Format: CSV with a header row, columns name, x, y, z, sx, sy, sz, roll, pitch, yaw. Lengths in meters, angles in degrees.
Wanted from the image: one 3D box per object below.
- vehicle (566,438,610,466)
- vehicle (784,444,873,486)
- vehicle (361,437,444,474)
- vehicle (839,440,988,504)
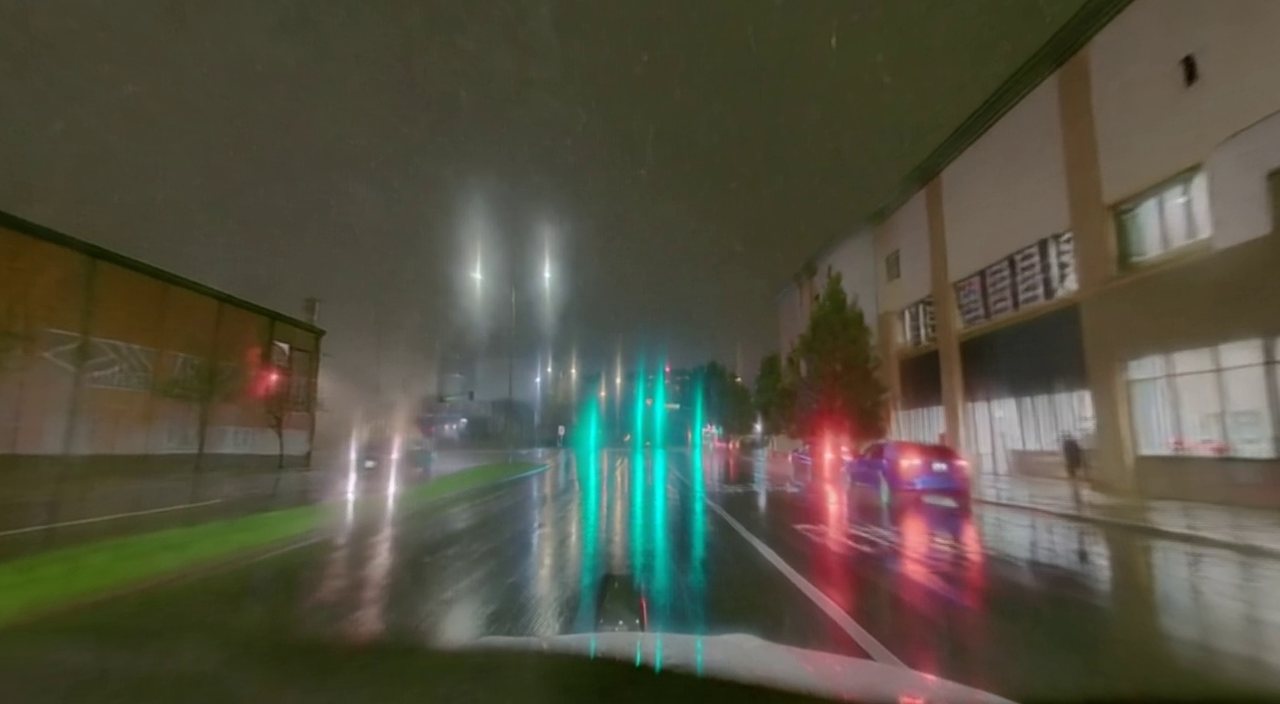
name,x,y,z,sx,sy,sz,roll,pitch,yaw
vehicle,-2.834,5.571,35.300,2.078,1.471,4.217,0,-8,0
vehicle,7.245,4.366,24.699,2.009,1.429,4.562,1,-8,-1
vehicle,-10.441,4.581,28.041,2.051,1.492,4.132,0,-8,0
vehicle,7.382,3.256,17.660,1.968,1.493,4.878,1,-8,0
